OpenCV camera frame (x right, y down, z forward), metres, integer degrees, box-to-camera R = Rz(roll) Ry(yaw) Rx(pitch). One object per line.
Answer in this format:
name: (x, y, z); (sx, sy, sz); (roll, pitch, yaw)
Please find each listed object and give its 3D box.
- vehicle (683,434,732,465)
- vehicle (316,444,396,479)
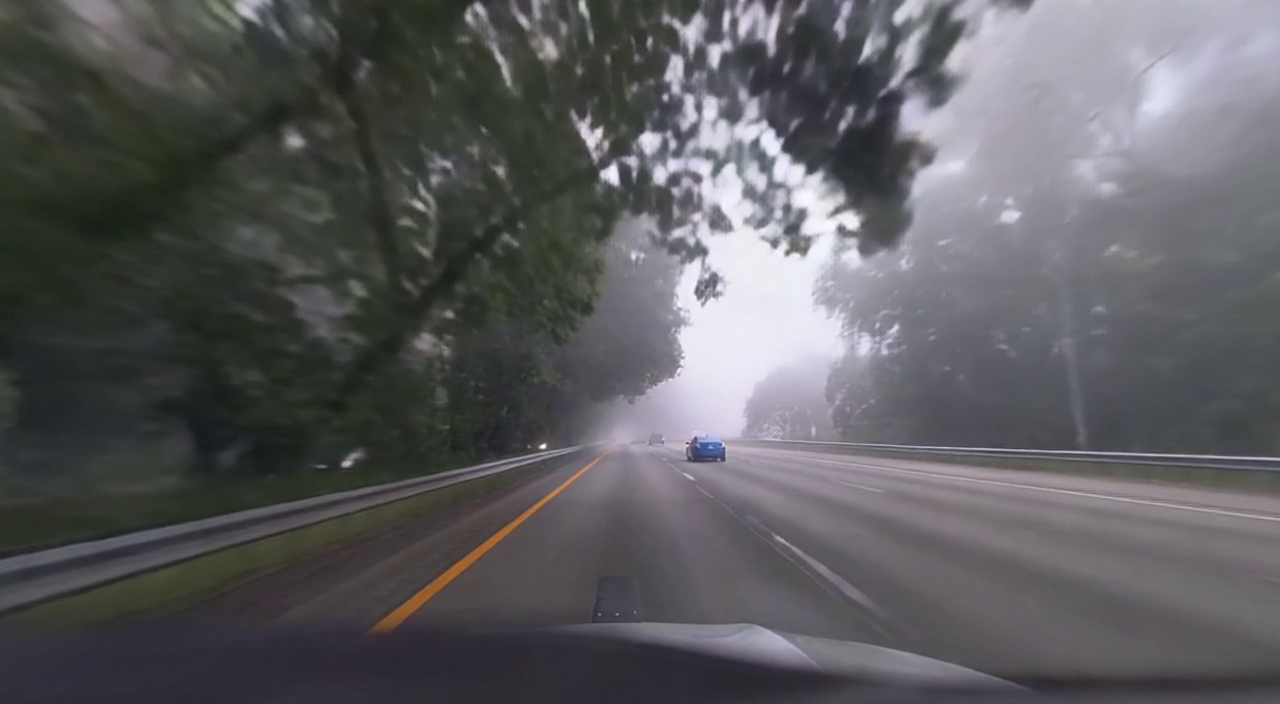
vehicle: (3.428, 5.031, 32.844); (2.017, 1.502, 4.369); (0, -8, -1)
vehicle: (-13.324, 5.115, 29.870); (1.844, 1.473, 4.408); (0, -8, -1)
